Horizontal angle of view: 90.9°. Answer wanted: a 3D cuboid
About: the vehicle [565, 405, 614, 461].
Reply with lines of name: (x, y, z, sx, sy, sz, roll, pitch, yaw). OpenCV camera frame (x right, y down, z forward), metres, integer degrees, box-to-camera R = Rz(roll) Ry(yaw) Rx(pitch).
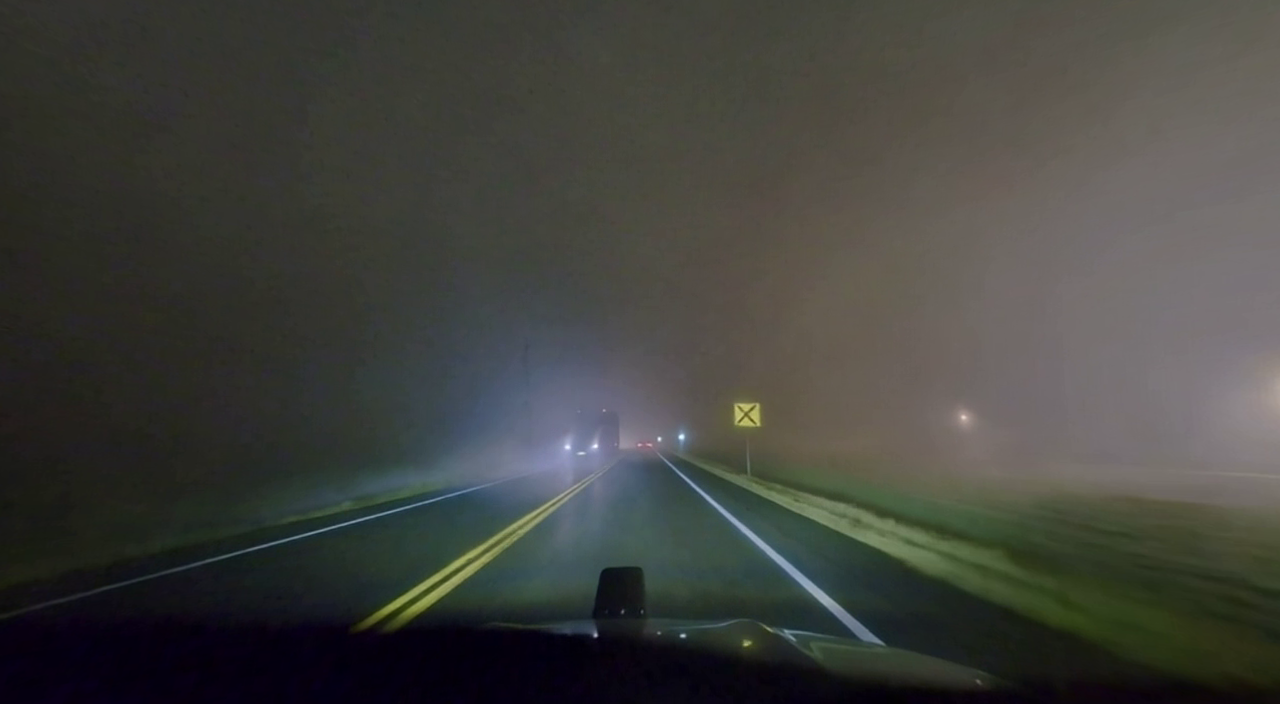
vehicle: (-3.703, 6.173, 47.585, 3.025, 3.821, 6.232, -1, -9, 2)
